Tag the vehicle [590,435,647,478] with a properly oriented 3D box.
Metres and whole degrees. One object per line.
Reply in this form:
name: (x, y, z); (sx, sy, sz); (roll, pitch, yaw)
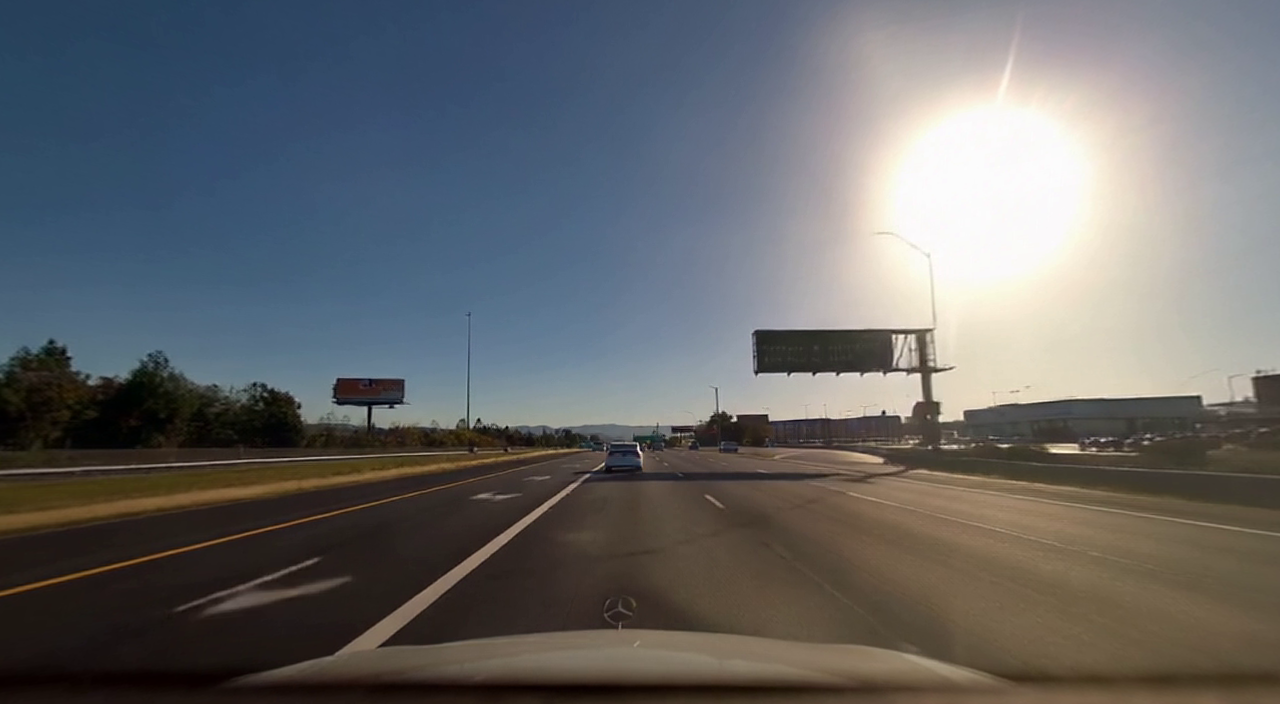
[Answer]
vehicle: (-0.803, 4.229, 25.655); (2.147, 1.576, 3.964); (0, -8, 0)
